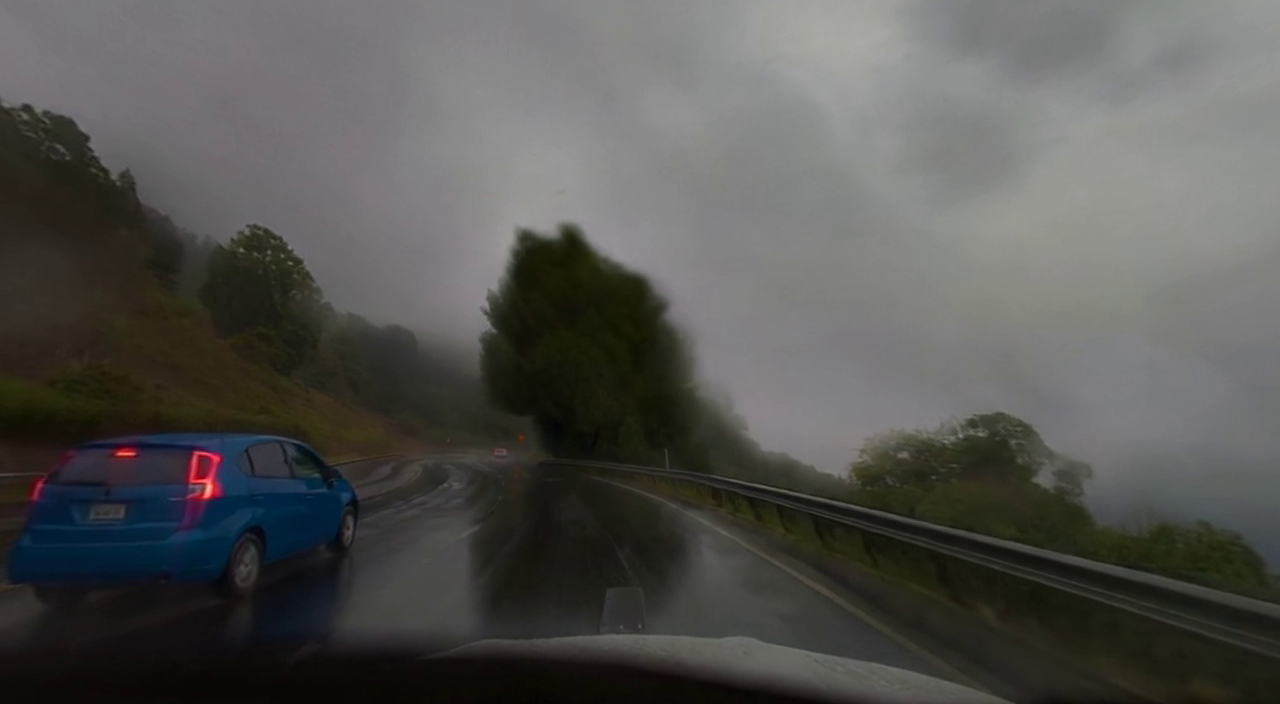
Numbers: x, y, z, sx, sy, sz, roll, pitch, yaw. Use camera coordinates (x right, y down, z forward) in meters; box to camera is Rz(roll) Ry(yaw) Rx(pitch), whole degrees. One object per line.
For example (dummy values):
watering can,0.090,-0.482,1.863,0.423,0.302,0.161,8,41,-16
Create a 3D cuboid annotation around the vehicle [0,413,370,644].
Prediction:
vehicle,-4.631,1.559,6.473,2.078,1.607,3.959,0,-9,-3
